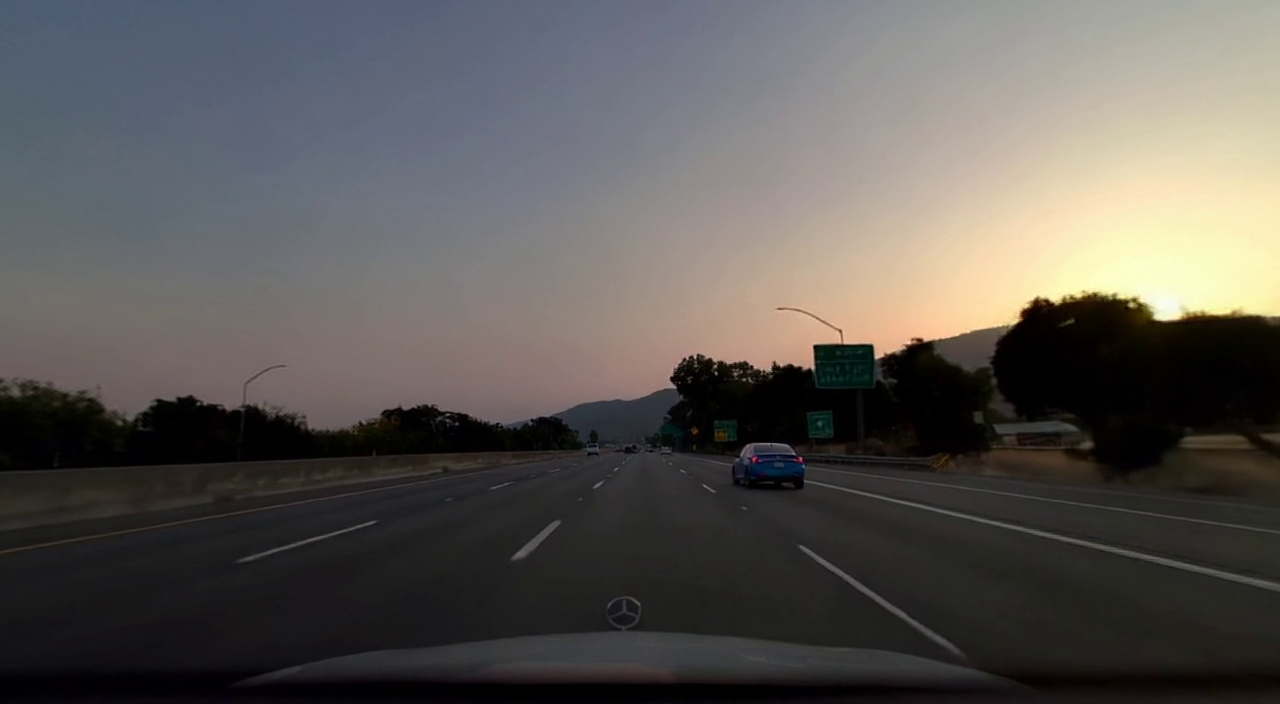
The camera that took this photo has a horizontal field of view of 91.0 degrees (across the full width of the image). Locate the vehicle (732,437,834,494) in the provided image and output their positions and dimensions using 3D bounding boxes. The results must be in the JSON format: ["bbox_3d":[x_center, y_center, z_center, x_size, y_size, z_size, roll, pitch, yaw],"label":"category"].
[{"bbox_3d":[4.165,3.387,19.148,2.033,1.501,4.398,0,-9,-1],"label":"vehicle"}]
